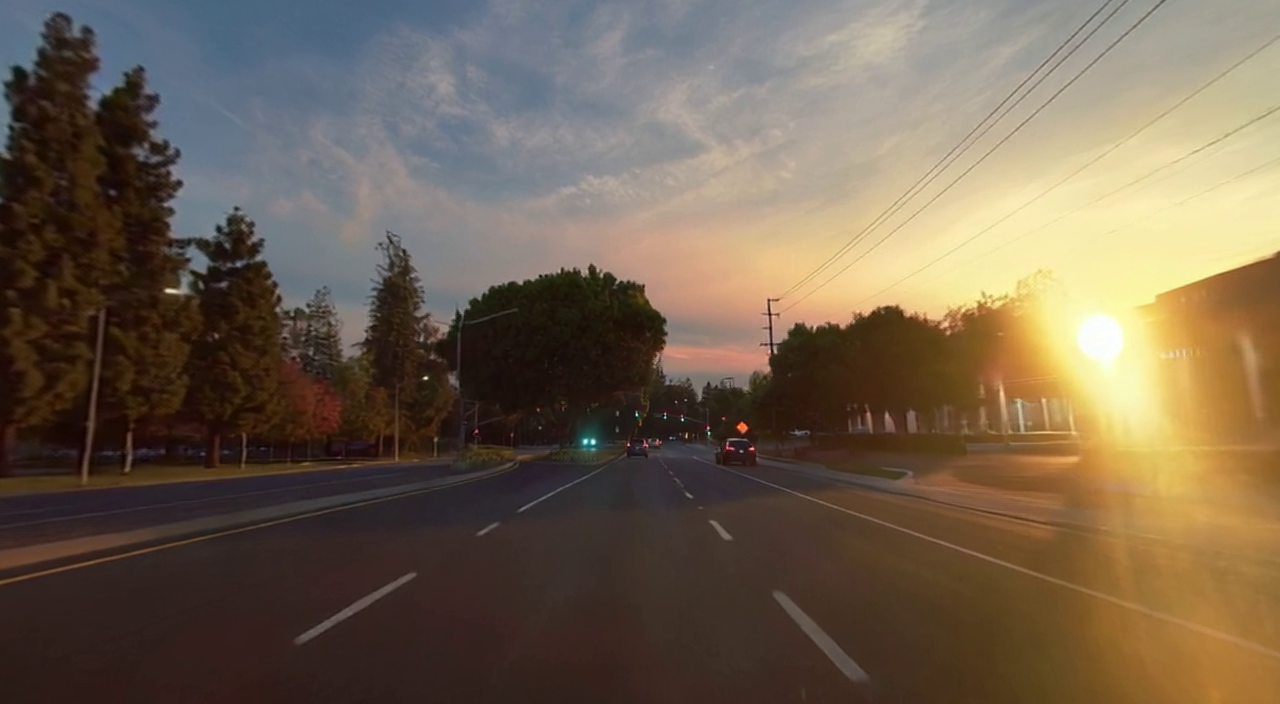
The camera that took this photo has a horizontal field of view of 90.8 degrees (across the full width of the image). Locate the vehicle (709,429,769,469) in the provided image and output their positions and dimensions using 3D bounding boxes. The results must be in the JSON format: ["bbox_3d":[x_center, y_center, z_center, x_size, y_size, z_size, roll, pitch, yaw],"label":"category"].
[{"bbox_3d":[5.301,5.307,34.779,2.476,2.016,5.586,0,-8,1],"label":"vehicle"}]
